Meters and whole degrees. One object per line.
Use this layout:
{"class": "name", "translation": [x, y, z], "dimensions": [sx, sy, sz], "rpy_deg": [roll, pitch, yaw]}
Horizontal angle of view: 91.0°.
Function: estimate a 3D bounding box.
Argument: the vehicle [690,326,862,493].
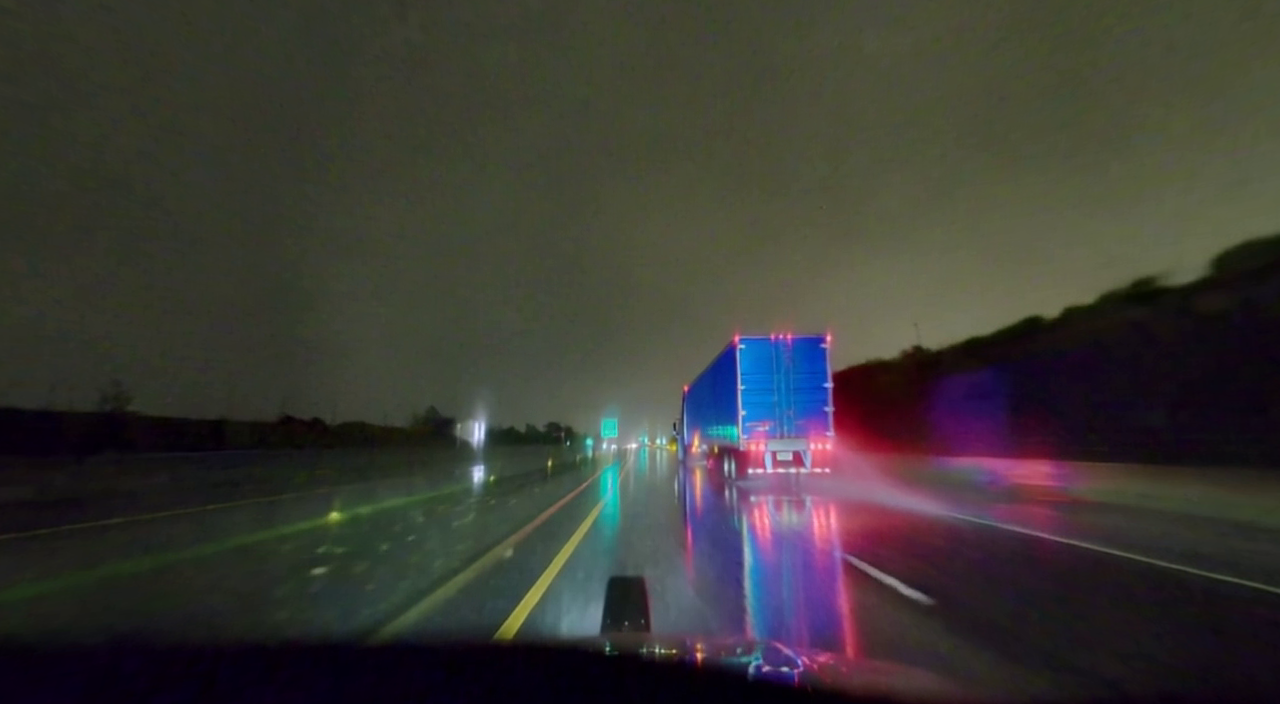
{"class": "vehicle", "translation": [4.269, 2.520, 24.115], "dimensions": [3.615, 4.578, 13.539], "rpy_deg": [0, -8, 0]}
